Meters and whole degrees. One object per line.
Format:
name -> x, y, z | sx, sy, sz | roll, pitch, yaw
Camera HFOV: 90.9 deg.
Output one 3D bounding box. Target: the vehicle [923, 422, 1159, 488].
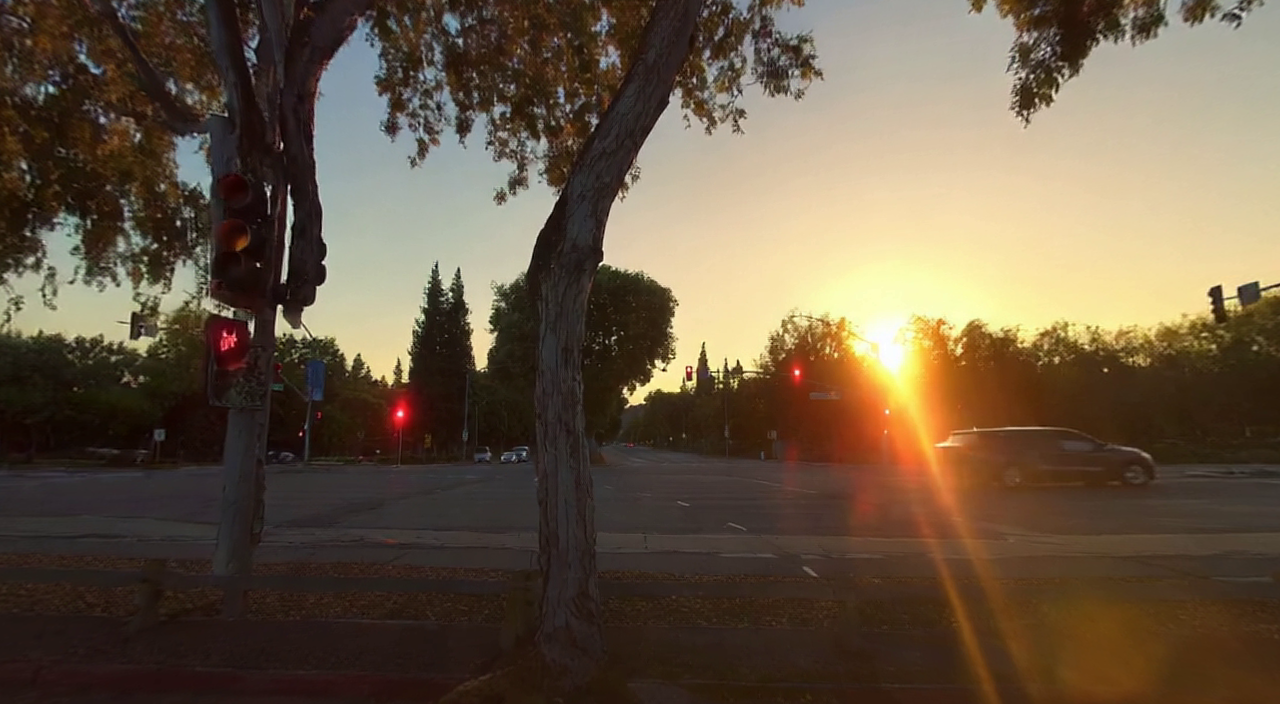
vehicle -> 10.924, 2.844, 17.517 | 5.155, 1.686, 1.937 | -1, -8, 2
